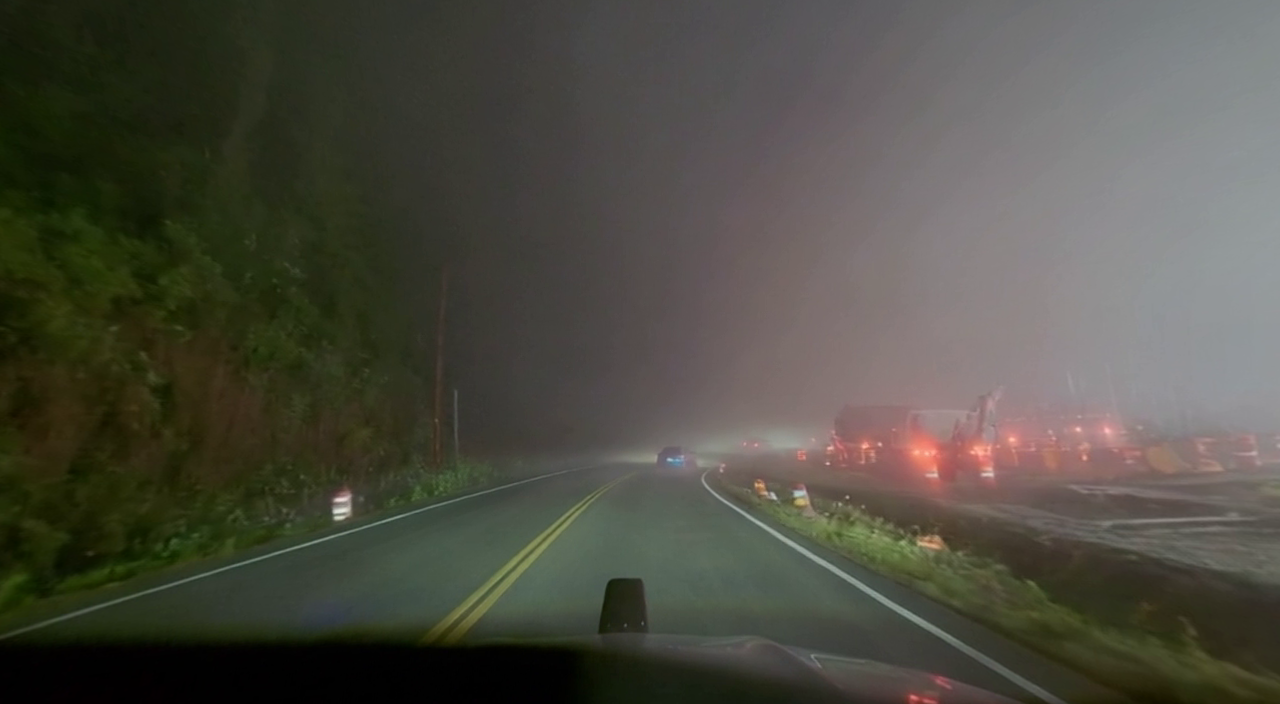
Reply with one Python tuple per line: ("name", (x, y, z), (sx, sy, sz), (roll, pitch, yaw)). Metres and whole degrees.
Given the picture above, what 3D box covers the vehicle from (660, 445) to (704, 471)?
("vehicle", (2.721, 6.686, 40.023), (2.259, 1.503, 4.075), (-2, -9, 12))
